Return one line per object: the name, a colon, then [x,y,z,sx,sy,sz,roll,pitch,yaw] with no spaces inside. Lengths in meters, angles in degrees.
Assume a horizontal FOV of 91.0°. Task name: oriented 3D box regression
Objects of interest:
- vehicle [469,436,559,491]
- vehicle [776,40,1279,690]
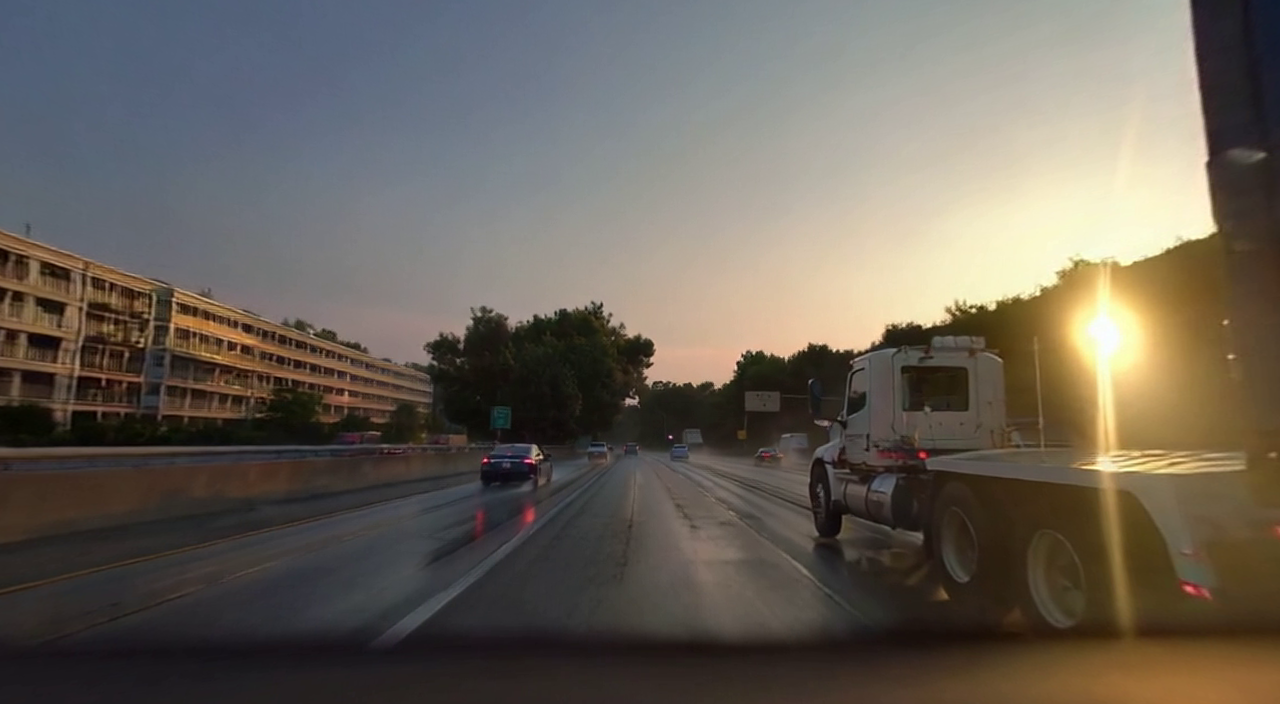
vehicle: [-3.783,3.427,19.702,1.954,1.528,4.010,0,-9,0]
vehicle: [3.684,0.417,6.801,3.089,3.779,6.420,0,-9,2]
